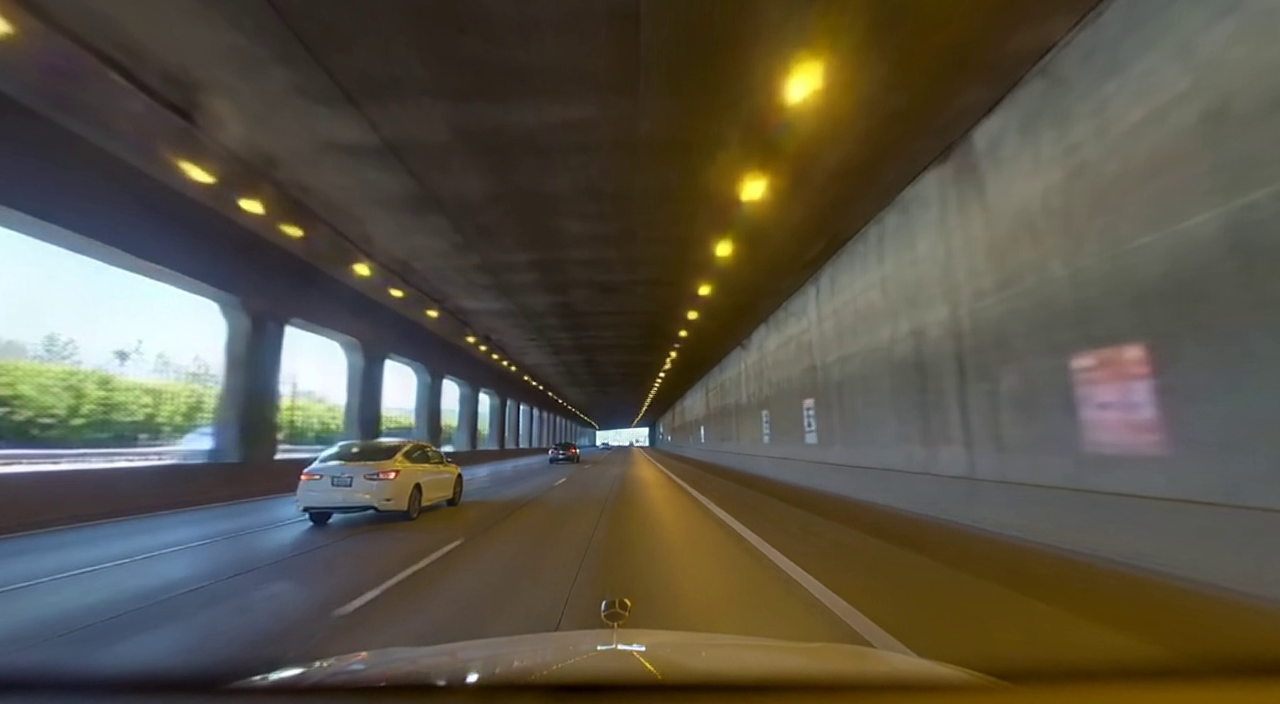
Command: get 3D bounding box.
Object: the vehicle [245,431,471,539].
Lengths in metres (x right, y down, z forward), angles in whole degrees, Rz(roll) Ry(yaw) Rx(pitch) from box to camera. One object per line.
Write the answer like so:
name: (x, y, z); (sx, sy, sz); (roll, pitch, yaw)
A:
vehicle: (-4.404, 2.113, 10.702); (1.885, 1.424, 4.230); (0, -8, 0)

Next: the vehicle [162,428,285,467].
vehicle: (-17.277, 4.012, 26.482); (1.818, 1.450, 4.837); (-1, -8, 1)

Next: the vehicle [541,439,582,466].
vehicle: (-4.586, 5.957, 37.374); (1.973, 1.474, 4.199); (0, -8, -1)
